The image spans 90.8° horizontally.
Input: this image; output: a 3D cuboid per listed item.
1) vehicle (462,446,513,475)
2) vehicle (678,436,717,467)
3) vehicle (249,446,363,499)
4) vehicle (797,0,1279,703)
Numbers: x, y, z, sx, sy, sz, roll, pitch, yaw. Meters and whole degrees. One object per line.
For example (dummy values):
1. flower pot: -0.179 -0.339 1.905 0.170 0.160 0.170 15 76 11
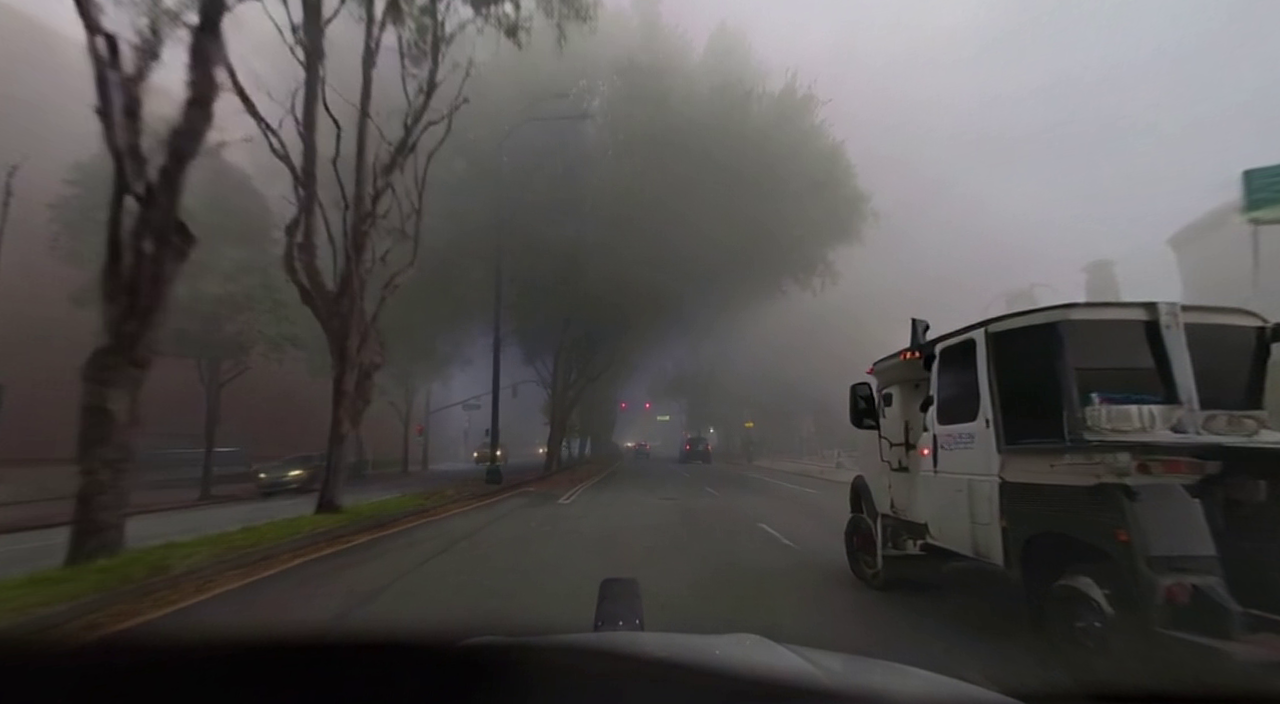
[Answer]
1. vehicle: -10.004 7.140 41.784 2.152 1.748 4.577 0 -8 1
2. vehicle: 3.771 6.617 42.142 2.099 1.936 4.575 0 -8 -1
3. vehicle: -13.687 4.914 26.260 2.140 1.961 4.641 0 -8 0
4. vehicle: 3.610 0.454 4.956 2.867 3.402 7.137 0 -8 0
